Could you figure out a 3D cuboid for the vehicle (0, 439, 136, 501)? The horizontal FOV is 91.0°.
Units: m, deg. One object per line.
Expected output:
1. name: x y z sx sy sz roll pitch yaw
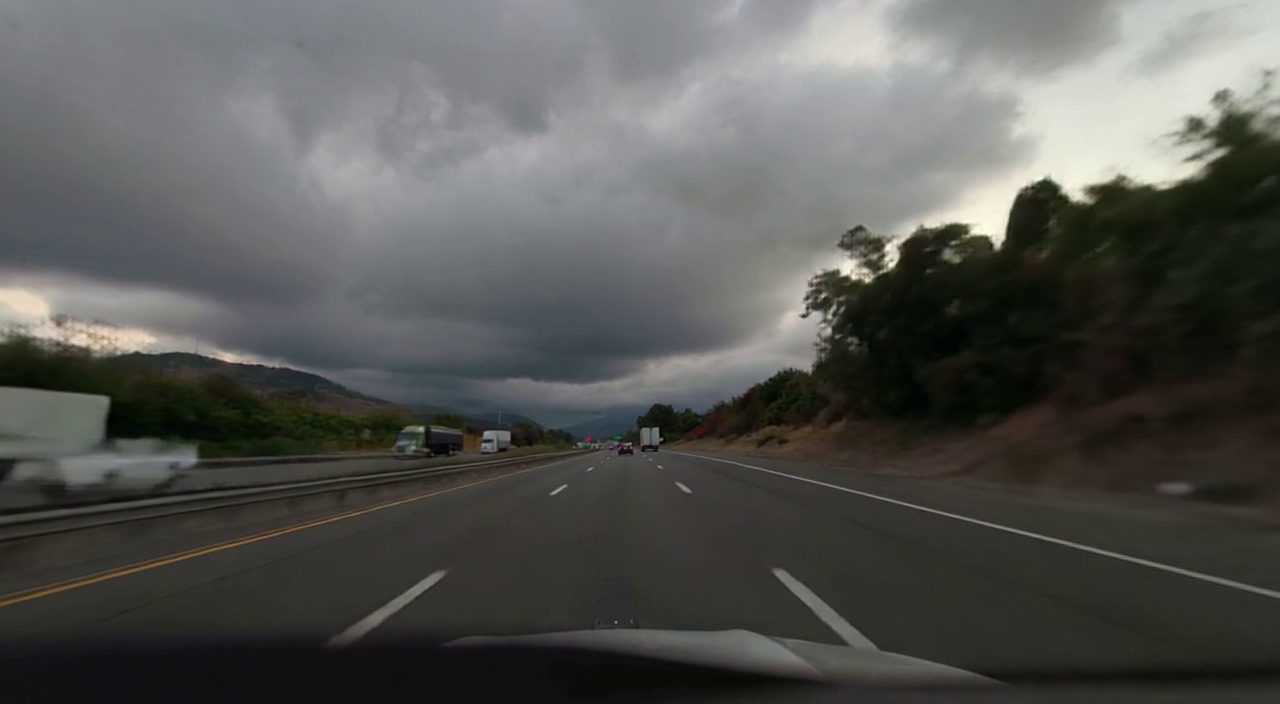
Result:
1. vehicle: -19.795 3.794 20.743 2.119 1.796 5.109 0 -8 -1
